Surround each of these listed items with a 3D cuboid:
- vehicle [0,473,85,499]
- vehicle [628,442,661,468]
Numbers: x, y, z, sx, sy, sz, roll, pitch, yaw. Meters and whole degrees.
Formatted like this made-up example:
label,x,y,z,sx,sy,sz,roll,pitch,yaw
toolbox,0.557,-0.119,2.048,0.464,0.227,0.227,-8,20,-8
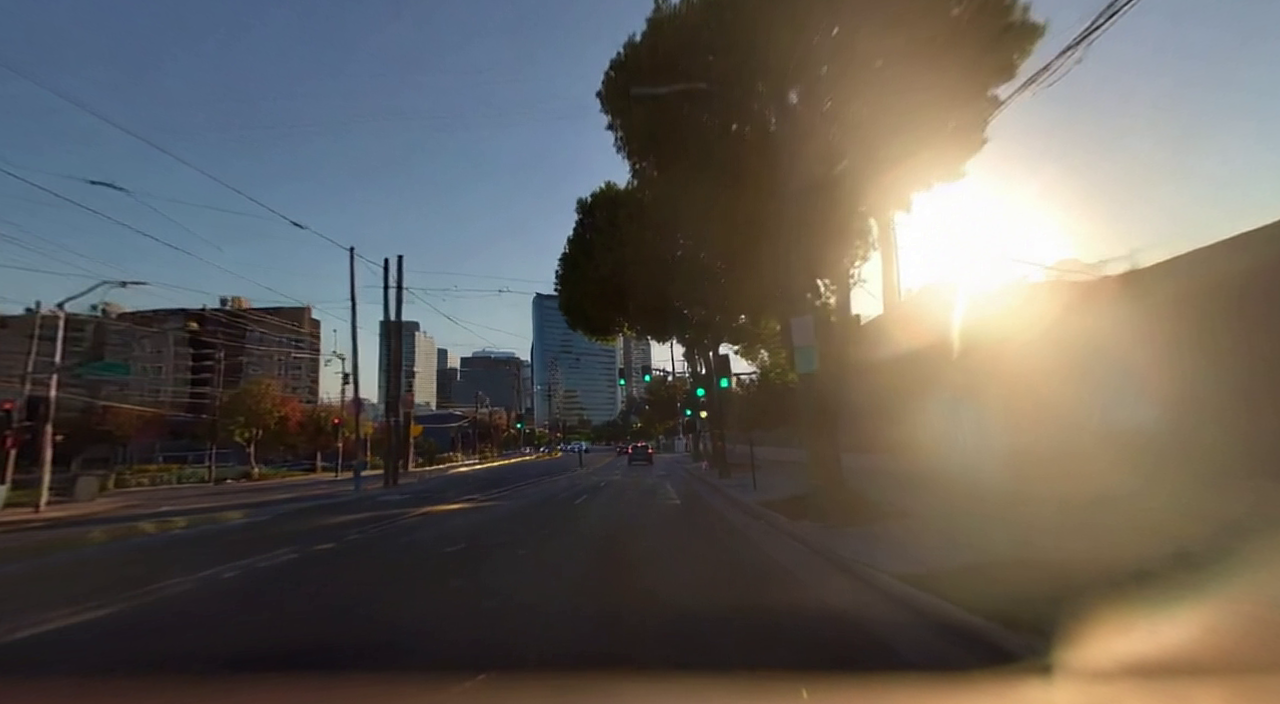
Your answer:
label,x,y,z,sx,sy,sz,roll,pitch,yaw
vehicle,-38.208,8.475,39.958,4.303,1.463,1.877,0,-9,-2
vehicle,0.270,6.823,42.029,2.105,1.611,3.750,0,-9,-1
